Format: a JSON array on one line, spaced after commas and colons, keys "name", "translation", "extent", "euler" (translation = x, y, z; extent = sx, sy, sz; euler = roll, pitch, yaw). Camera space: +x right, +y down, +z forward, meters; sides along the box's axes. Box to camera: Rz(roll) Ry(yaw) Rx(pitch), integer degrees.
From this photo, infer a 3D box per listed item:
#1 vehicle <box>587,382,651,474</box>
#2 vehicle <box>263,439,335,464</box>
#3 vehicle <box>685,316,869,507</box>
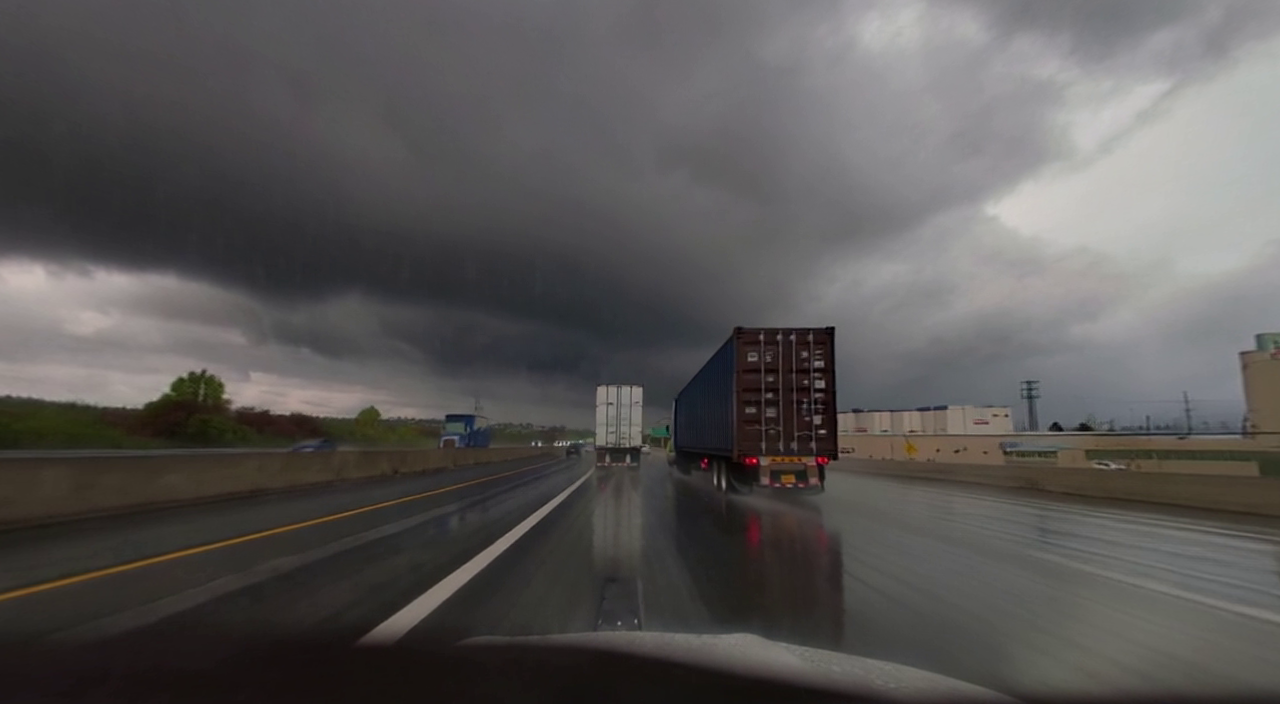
[{"name": "vehicle", "translation": [-0.936, 4.296, 34.440], "extent": [2.841, 4.071, 12.046], "euler": [0, -9, 0]}, {"name": "vehicle", "translation": [-21.163, 6.198, 39.519], "extent": [2.014, 1.475, 4.687], "euler": [0, -9, -2]}, {"name": "vehicle", "translation": [3.363, 2.170, 19.898], "extent": [2.803, 4.072, 12.744], "euler": [0, -9, 0]}]
